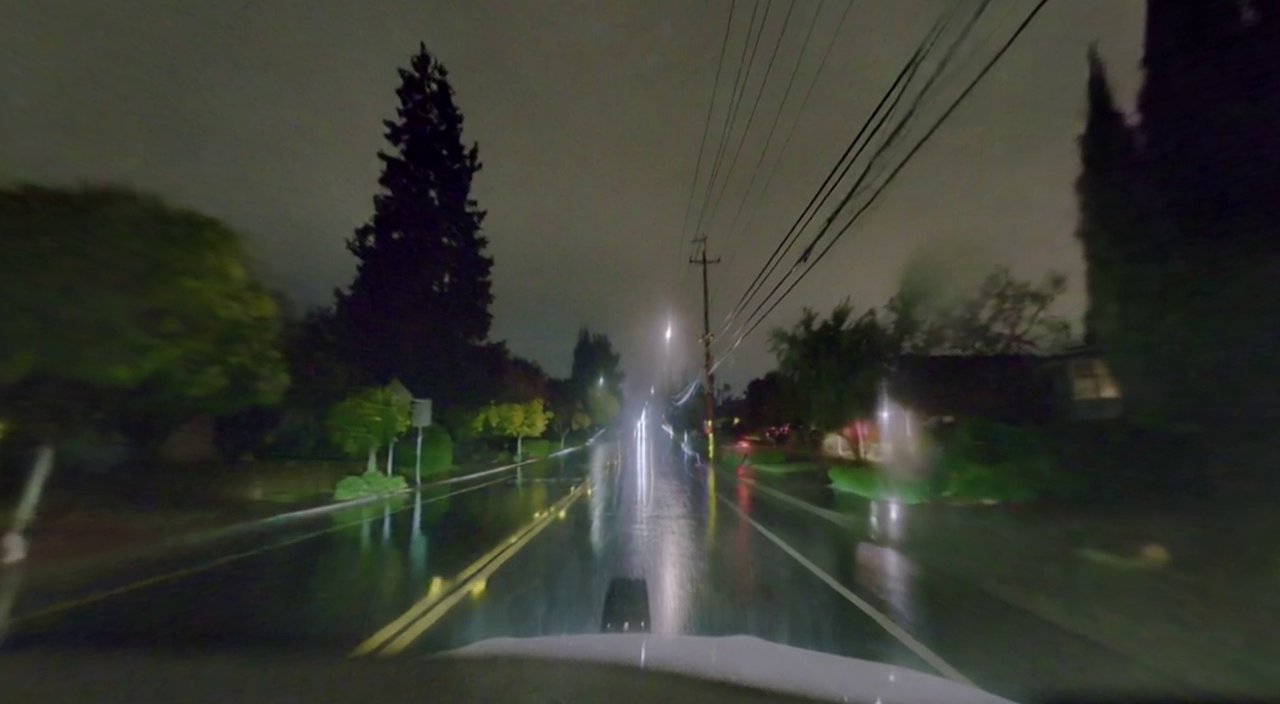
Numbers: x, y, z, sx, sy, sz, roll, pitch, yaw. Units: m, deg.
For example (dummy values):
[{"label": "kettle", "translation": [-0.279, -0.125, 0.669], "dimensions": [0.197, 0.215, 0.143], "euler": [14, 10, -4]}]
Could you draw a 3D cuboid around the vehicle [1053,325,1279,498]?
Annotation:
[{"label": "vehicle", "translation": [7.601, 0.757, 7.907], "dimensions": [1.878, 1.743, 4.556], "euler": [-6, -9, 4]}]
